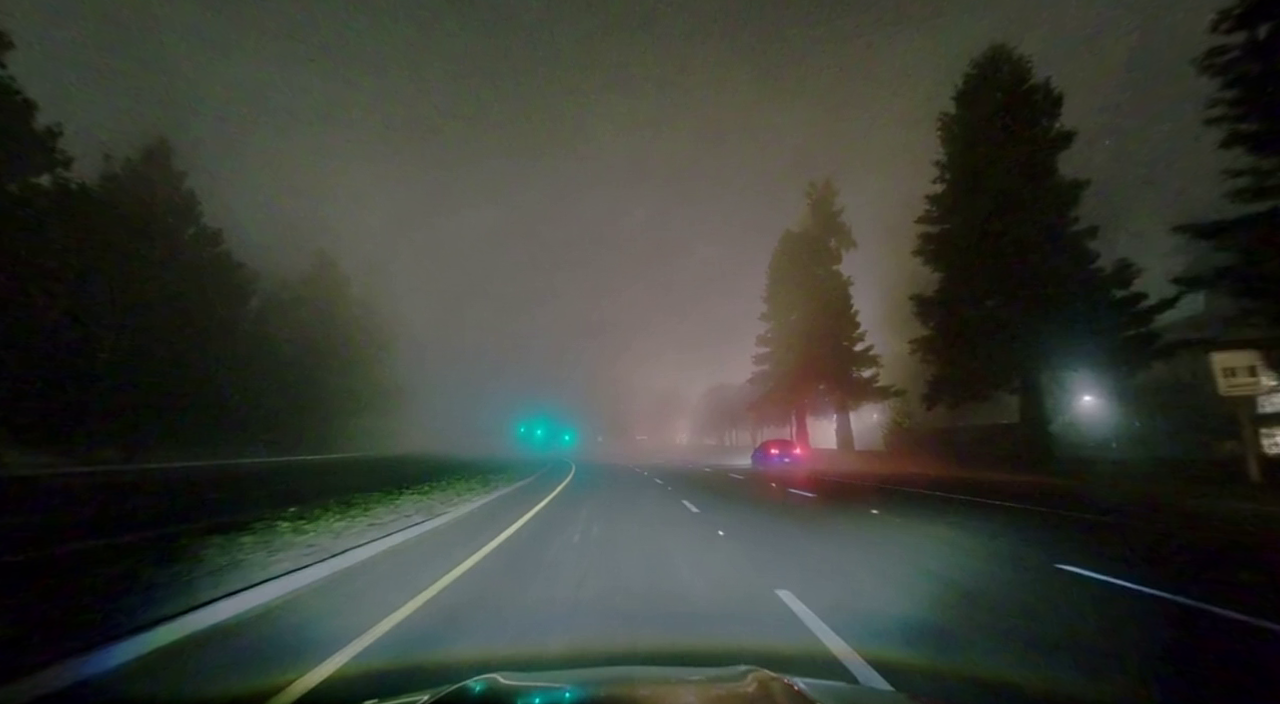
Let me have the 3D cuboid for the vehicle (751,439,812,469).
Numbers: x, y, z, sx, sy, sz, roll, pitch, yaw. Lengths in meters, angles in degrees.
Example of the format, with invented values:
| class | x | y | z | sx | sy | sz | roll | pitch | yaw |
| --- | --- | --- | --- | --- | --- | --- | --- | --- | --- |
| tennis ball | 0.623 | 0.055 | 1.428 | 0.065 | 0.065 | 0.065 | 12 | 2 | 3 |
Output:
| class | x | y | z | sx | sy | sz | roll | pitch | yaw |
| --- | --- | --- | --- | --- | --- | --- | --- | --- | --- |
| vehicle | 7.580 | 5.513 | 34.118 | 1.908 | 1.483 | 4.474 | 1 | -9 | -5 |
